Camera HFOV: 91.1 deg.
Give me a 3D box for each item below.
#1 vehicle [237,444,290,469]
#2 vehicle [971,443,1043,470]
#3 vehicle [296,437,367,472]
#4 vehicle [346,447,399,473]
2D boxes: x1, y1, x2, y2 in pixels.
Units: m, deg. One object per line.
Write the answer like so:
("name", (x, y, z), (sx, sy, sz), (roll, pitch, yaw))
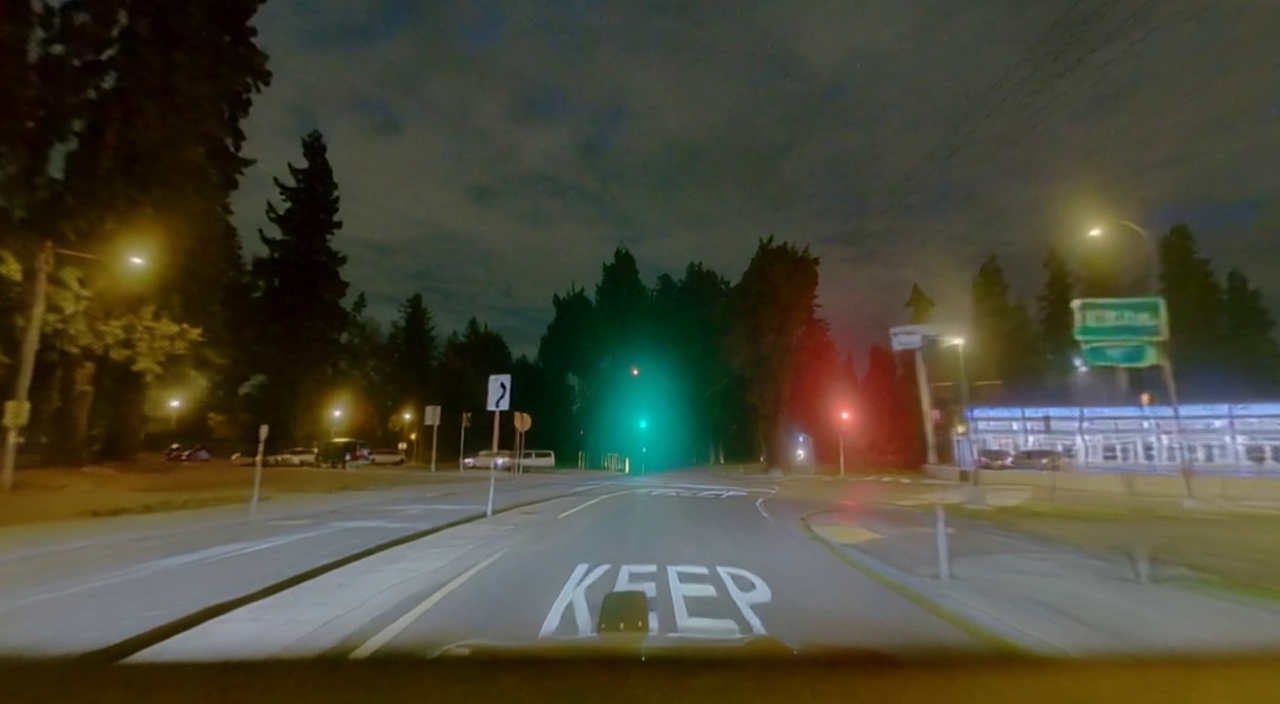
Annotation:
("vehicle", (-24.735, 6.870, 41.375), (1.771, 1.510, 3.545), (1, -9, -10))
("vehicle", (27.818, 7.903, 47.570), (4.474, 1.956, 2.263), (-6, -11, 31))
("vehicle", (-18.413, 6.133, 37.772), (2.337, 1.934, 4.843), (1, -9, -8))
("vehicle", (-15.375, 6.199, 36.278), (1.789, 1.399, 4.236), (1, -9, -9))
